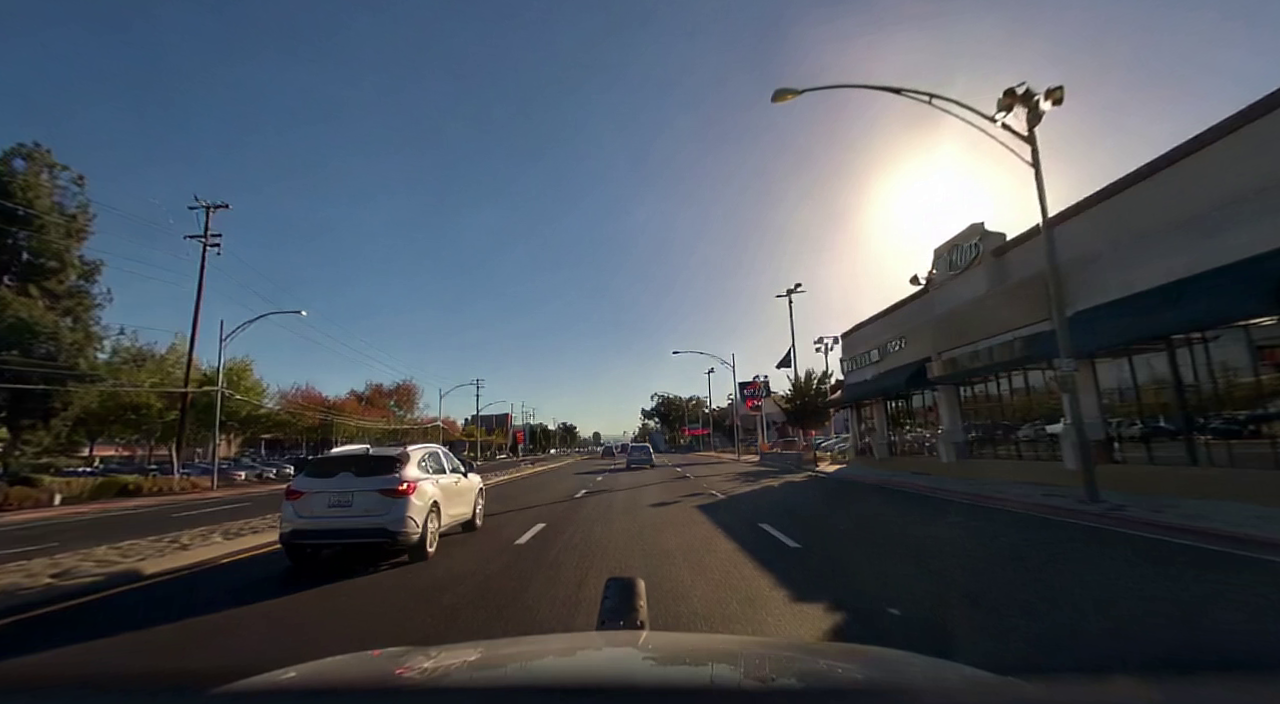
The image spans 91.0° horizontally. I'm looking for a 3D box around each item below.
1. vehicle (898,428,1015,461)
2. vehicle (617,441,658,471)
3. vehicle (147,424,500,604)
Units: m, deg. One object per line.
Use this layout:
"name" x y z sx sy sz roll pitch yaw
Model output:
"vehicle" 14.682 4.326 29.417 4.363 1.485 1.964 0 -9 1
"vehicle" -0.136 5.460 33.201 2.019 1.459 4.005 0 -9 -1
"vehicle" -3.154 1.690 7.524 1.939 1.496 4.309 0 -9 1
